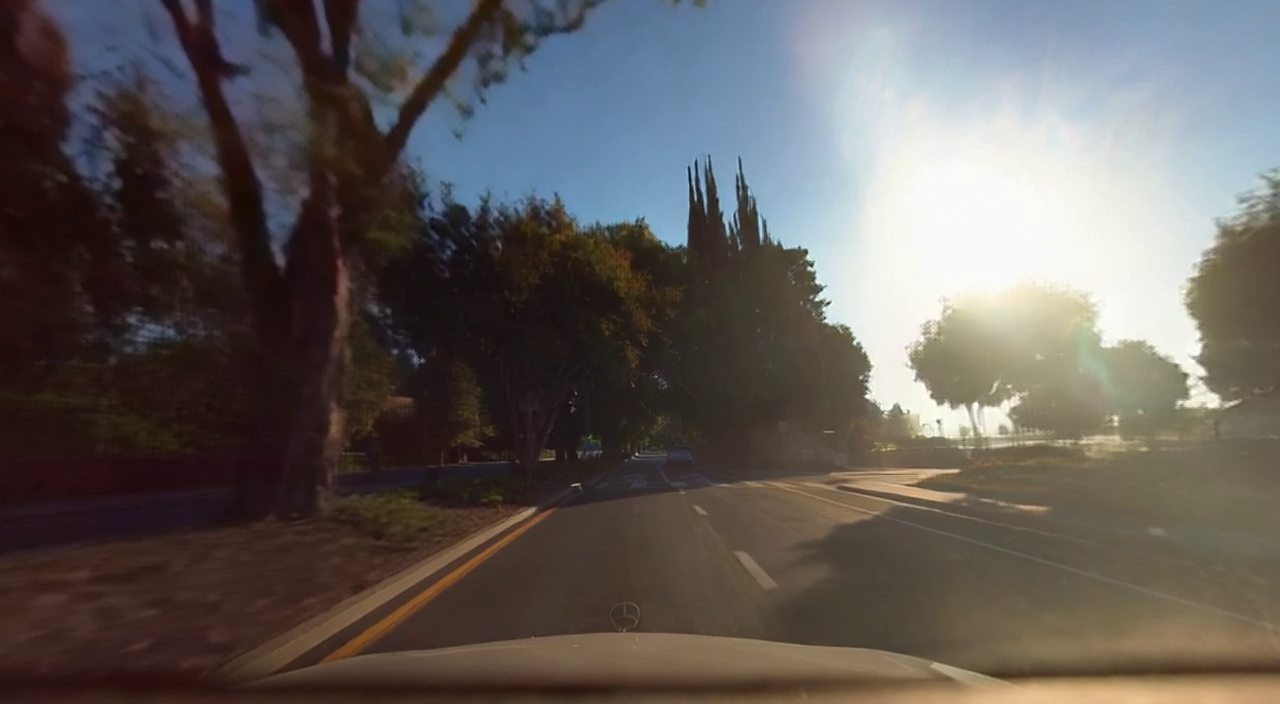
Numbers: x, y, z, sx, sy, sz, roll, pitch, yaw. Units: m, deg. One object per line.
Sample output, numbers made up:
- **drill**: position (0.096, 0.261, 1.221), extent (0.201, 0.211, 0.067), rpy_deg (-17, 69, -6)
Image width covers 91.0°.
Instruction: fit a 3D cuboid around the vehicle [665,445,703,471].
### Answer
- **vehicle**: position (2.802, 6.831, 40.724), extent (2.044, 1.537, 4.528), rpy_deg (0, -9, -1)
